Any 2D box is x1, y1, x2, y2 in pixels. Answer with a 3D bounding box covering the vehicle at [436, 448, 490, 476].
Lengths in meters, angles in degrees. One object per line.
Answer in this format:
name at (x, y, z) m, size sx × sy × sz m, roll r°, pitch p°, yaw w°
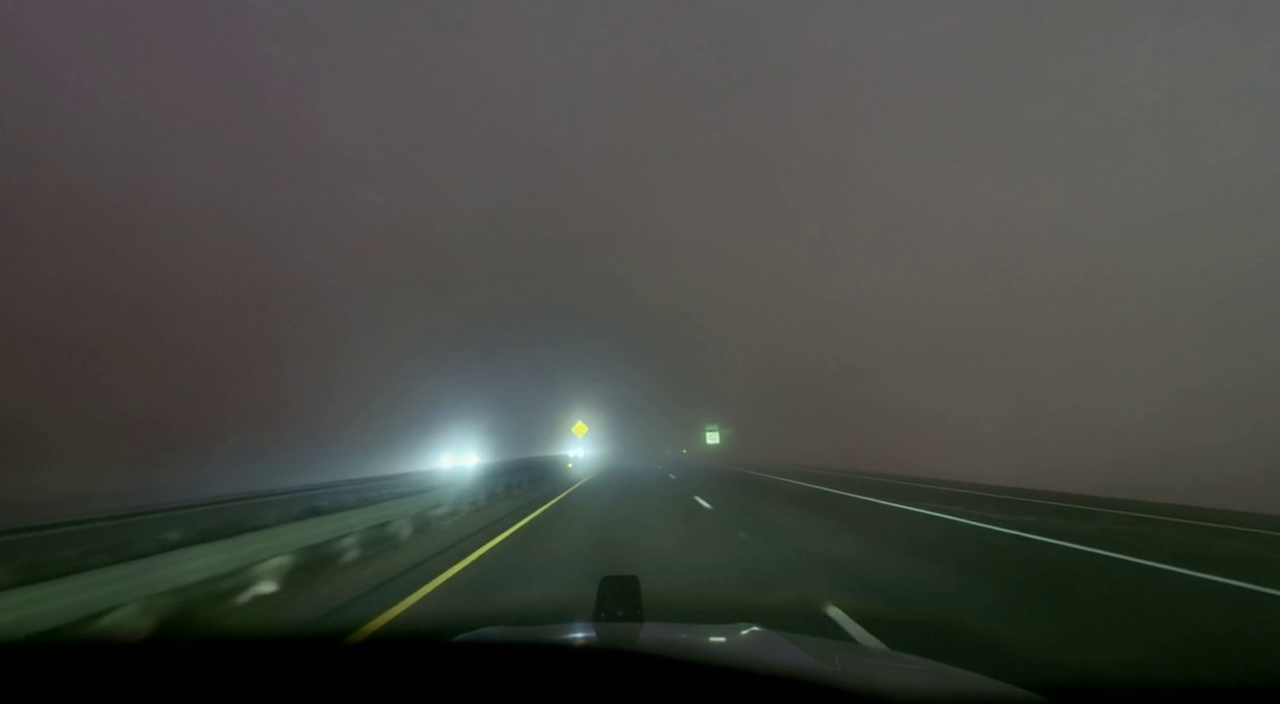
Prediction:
vehicle at (-10.496, 6.547, 37.644) m, size 1.988 × 1.522 × 4.582 m, roll 0°, pitch -9°, yaw -1°
